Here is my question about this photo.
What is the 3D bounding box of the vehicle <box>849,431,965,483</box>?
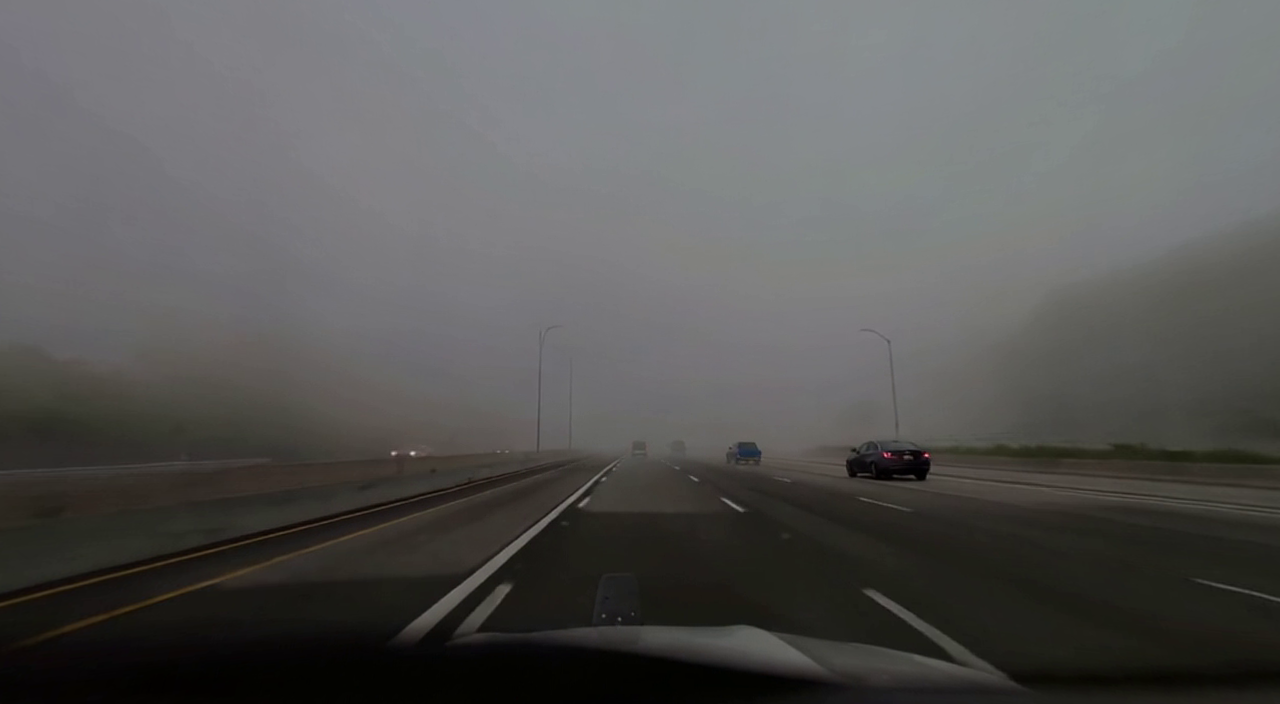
[{"bbox_3d":[10.959,4.380,26.473,2.387,1.936,5.646,0,-9,0],"label":"vehicle"}]

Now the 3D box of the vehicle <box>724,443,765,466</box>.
[{"bbox_3d":[7.328,7.234,44.519,2.053,1.553,4.463,0,-9,-1],"label":"vehicle"}]
